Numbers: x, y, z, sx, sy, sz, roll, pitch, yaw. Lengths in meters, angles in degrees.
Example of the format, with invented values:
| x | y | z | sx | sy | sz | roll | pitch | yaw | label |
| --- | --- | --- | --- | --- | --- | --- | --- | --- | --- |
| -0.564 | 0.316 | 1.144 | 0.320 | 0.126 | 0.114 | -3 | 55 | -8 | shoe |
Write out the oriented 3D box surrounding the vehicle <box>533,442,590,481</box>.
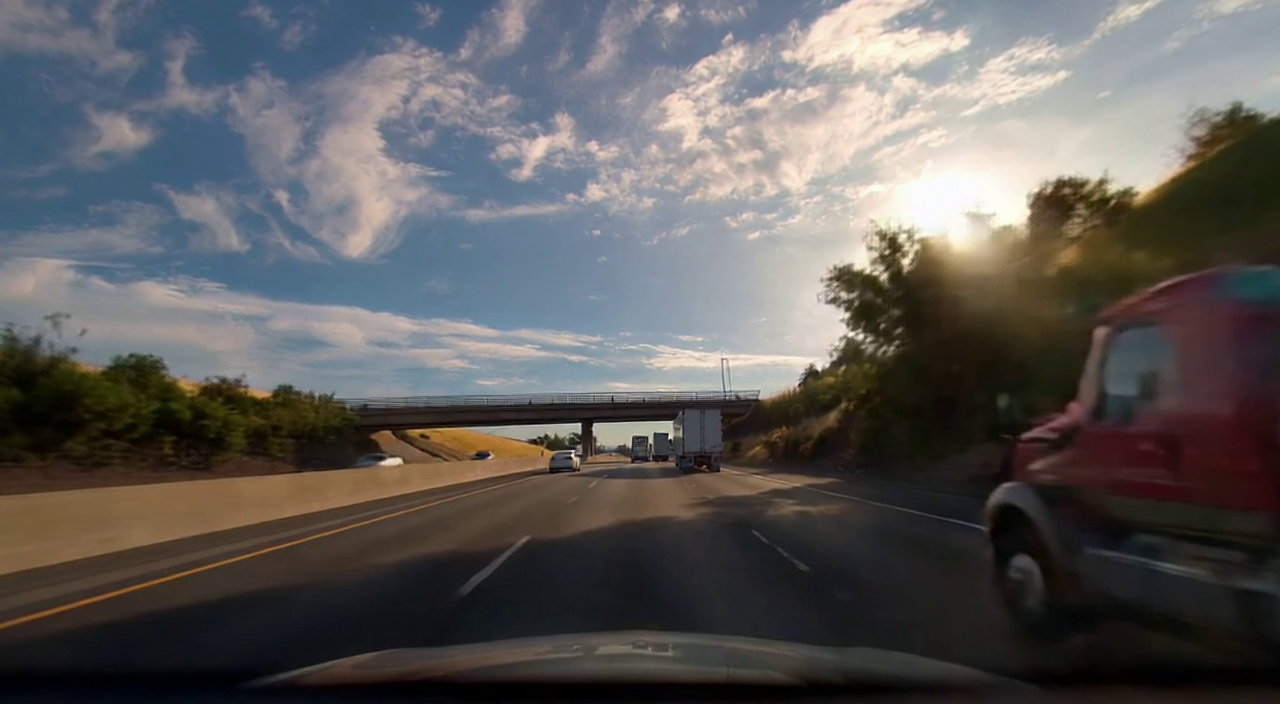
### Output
| x | y | z | sx | sy | sz | roll | pitch | yaw | label |
| --- | --- | --- | --- | --- | --- | --- | --- | --- | --- |
| -3.482 | 4.938 | 28.724 | 2.007 | 1.647 | 3.854 | 0 | -9 | 1 | vehicle |

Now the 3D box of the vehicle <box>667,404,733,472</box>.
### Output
| x | y | z | sx | sy | sz | roll | pitch | yaw | label |
| --- | --- | --- | --- | --- | --- | --- | --- | --- | --- |
| 3.934 | 6.434 | 46.118 | 3.131 | 4.037 | 16.729 | 0 | -9 | 0 | vehicle |
